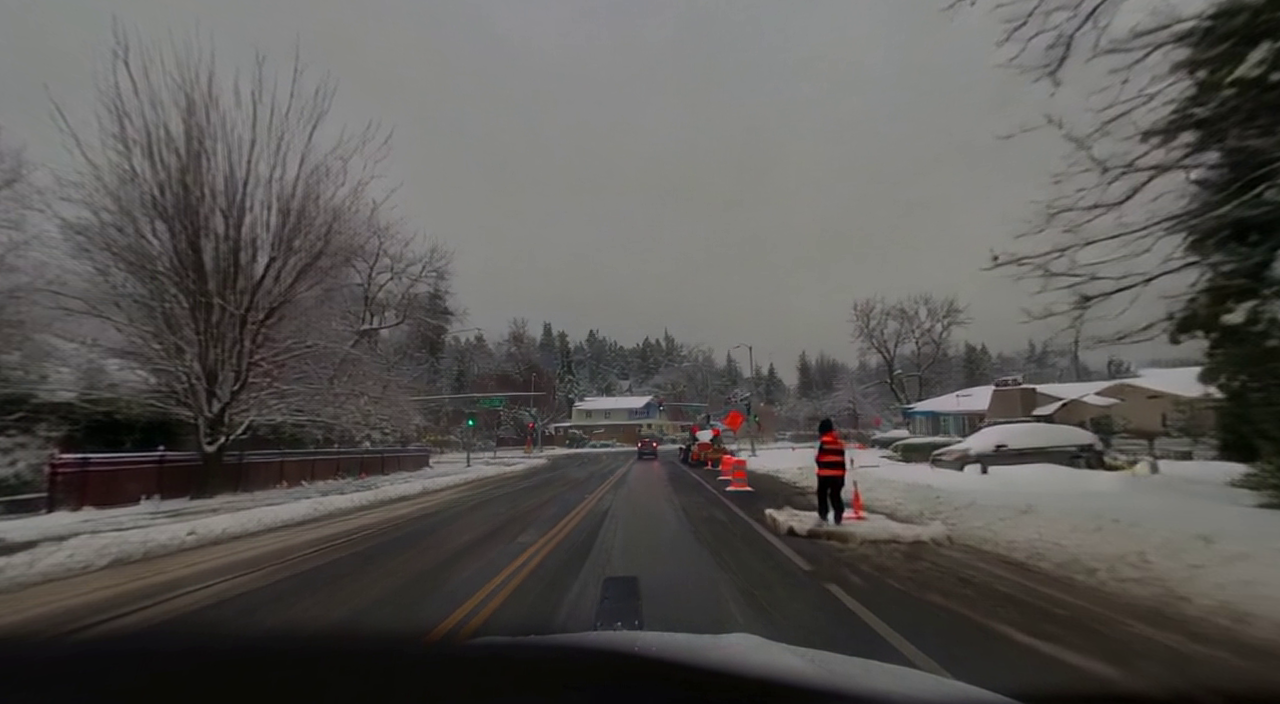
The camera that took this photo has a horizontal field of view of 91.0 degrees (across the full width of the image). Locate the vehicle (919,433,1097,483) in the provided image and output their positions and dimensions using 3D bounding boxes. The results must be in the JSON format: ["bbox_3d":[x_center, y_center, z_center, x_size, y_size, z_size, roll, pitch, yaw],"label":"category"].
[{"bbox_3d":[11.617,3.366,20.133,4.463,1.466,1.813,0,-9,4],"label":"vehicle"}]

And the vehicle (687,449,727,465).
[{"bbox_3d":[3.953,6.286,37.632,2.123,0.883,3.024,0,-8,0],"label":"vehicle"}]

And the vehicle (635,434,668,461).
[{"bbox_3d":[0.749,6.416,42.173,2.151,1.708,4.084,0,-9,1],"label":"vehicle"}]
